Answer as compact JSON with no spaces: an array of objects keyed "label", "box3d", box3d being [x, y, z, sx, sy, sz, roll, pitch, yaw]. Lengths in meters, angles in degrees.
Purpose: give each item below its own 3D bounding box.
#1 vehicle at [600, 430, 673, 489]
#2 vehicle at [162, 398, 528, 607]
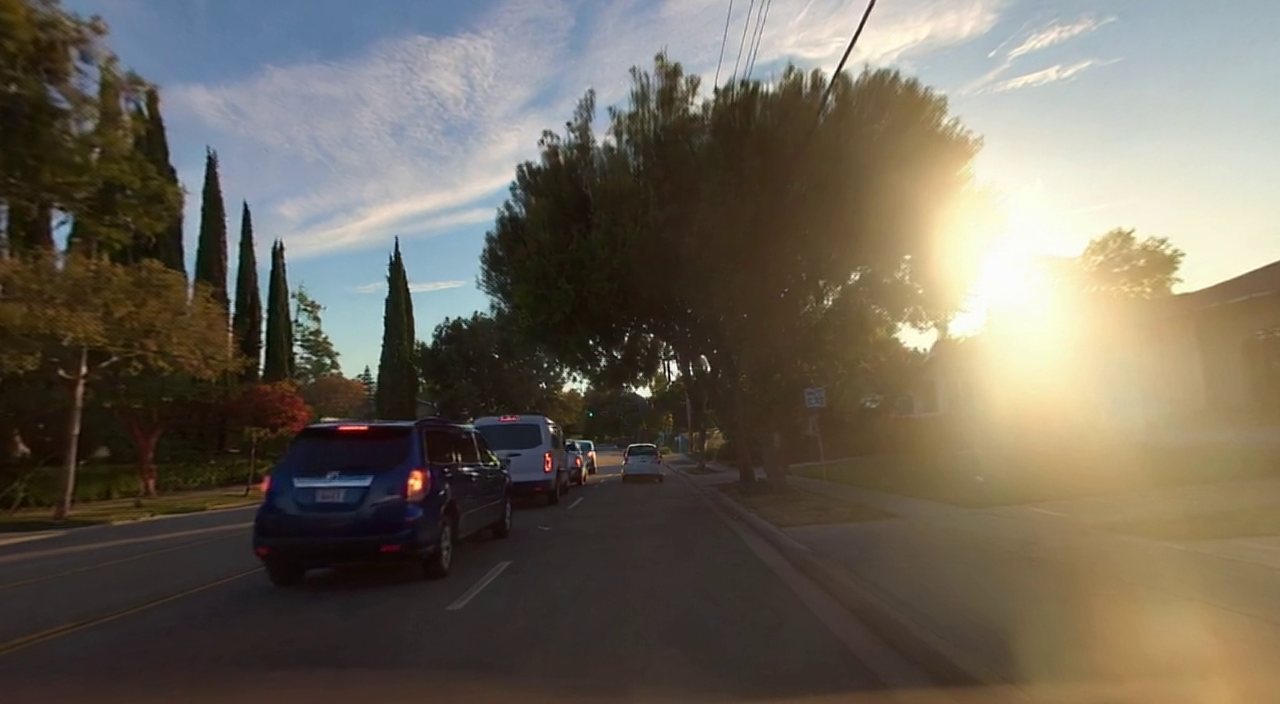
[{"label":"vehicle","box3d":[-0.100,3.440,20.391,2.120,1.718,3.909,0,-9,0]},{"label":"vehicle","box3d":[-2.824,1.561,7.394,2.105,1.709,4.251,0,-9,2]}]
